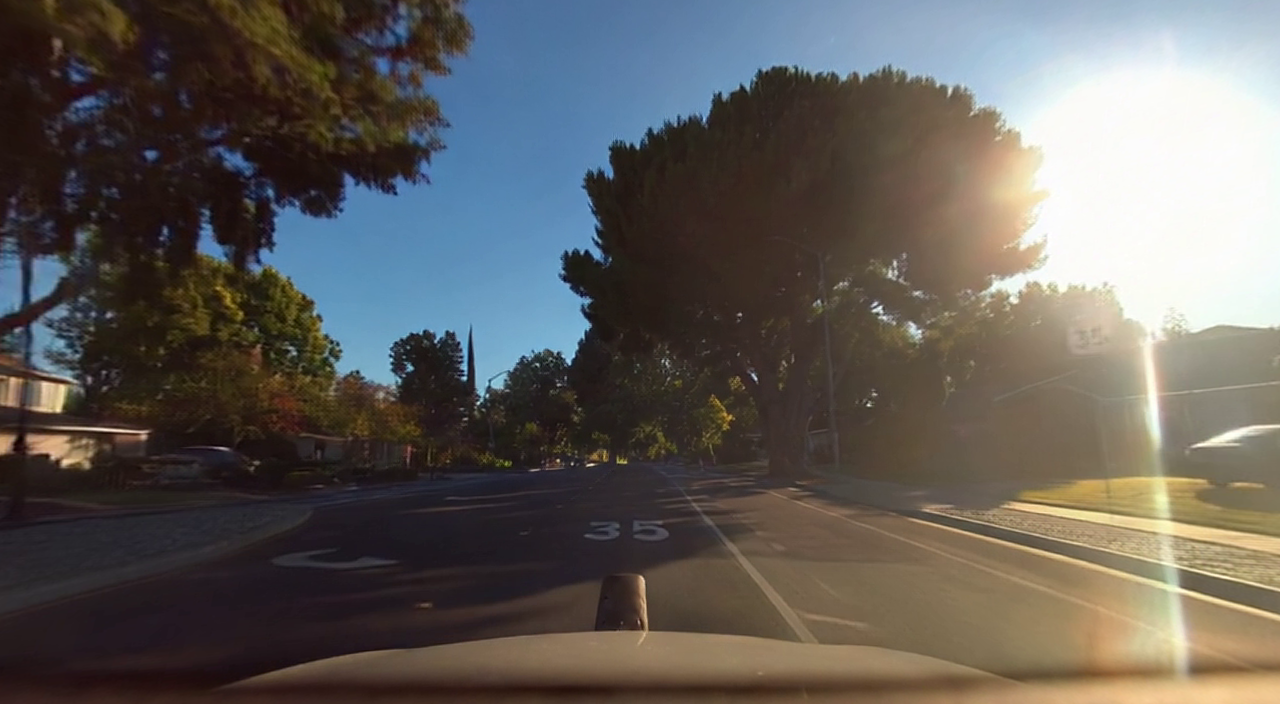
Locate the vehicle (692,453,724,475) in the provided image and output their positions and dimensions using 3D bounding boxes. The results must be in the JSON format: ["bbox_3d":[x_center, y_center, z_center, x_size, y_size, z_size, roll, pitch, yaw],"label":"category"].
[{"bbox_3d":[5.193,8.622,48.840,1.904,1.475,4.386,0,-8,-1],"label":"vehicle"}]
